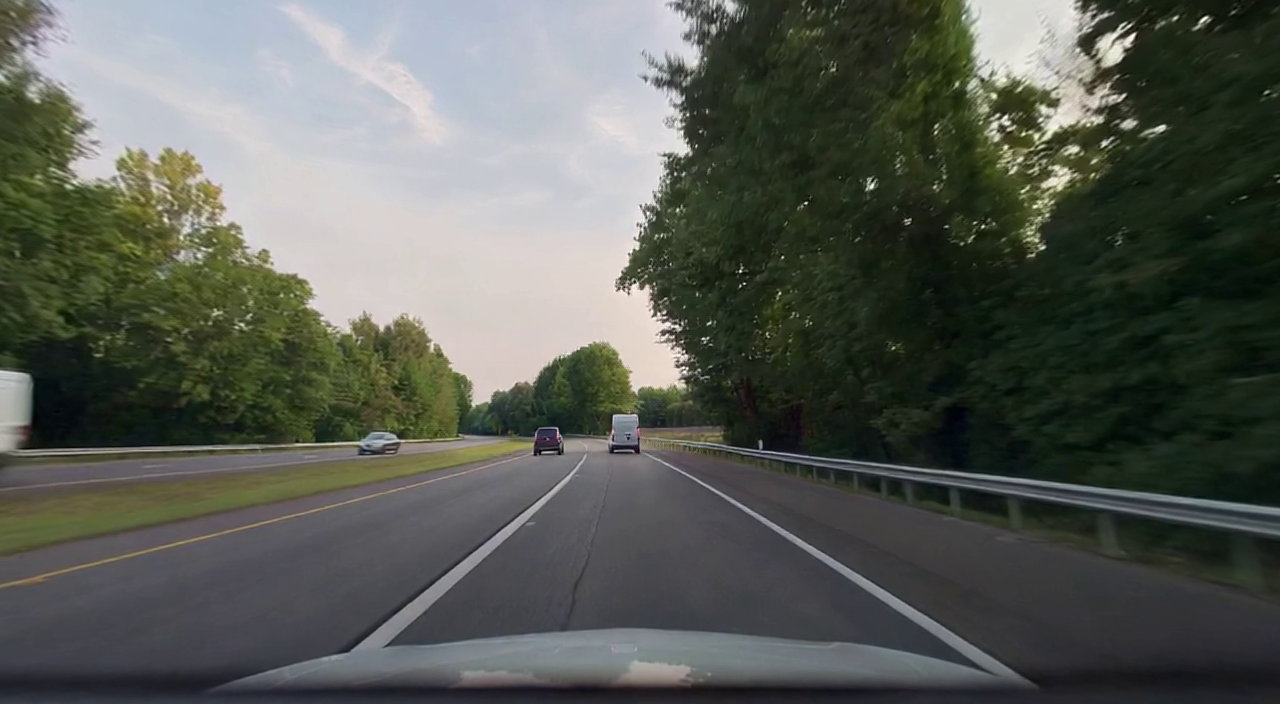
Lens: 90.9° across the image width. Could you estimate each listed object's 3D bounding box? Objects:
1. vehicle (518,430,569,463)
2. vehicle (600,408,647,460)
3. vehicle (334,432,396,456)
[{"bbox_3d":[-5.085,5.056,33.865,2.110,1.636,4.453,0,-8,-1],"label":"vehicle"},{"bbox_3d":[-1.079,5.035,38.613,2.647,2.896,6.480,0,-8,-3],"label":"vehicle"},{"bbox_3d":[-17.169,5.759,39.627,2.035,1.439,4.343,0,-8,-1],"label":"vehicle"}]
